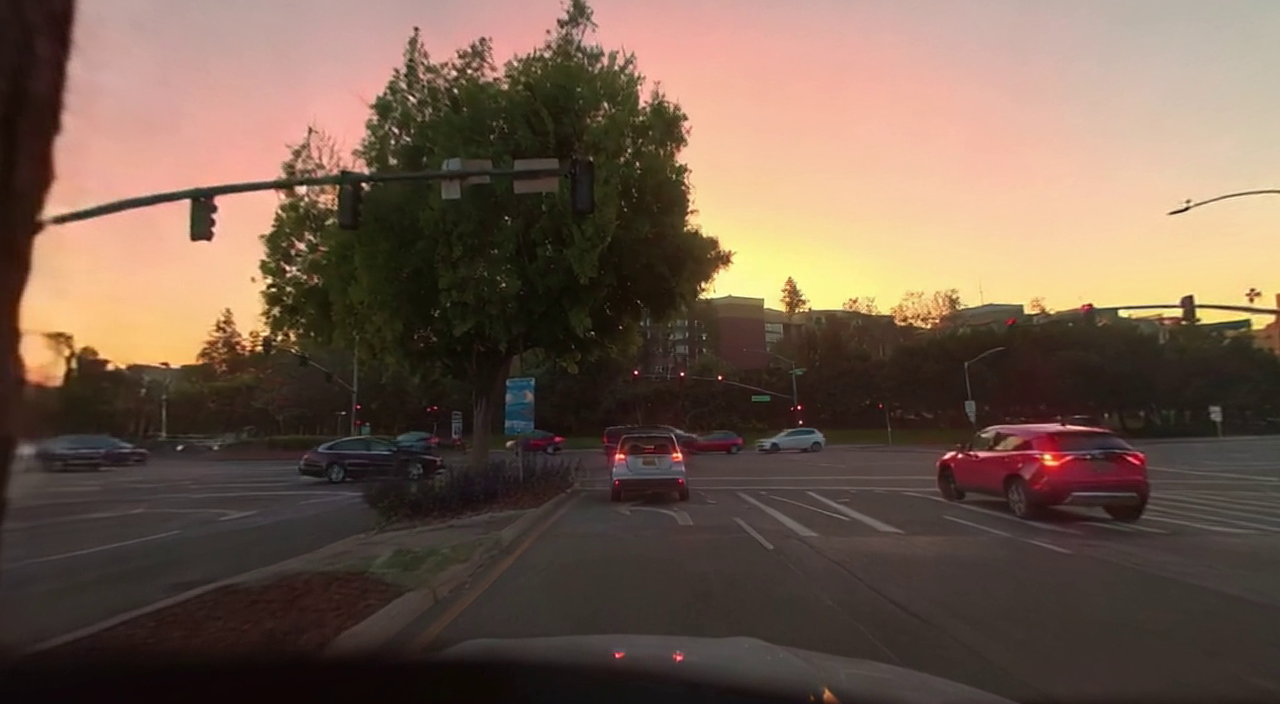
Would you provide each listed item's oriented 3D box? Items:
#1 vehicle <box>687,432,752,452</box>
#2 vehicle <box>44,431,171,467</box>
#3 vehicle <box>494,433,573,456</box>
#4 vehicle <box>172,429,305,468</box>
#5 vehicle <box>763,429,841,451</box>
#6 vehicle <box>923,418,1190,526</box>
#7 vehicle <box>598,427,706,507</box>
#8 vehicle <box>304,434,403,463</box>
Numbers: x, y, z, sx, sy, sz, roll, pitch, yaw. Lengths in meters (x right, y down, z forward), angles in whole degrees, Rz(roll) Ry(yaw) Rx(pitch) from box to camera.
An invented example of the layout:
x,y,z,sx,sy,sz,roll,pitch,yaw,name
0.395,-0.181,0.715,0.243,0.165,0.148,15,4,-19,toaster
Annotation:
x,y,z,sx,sy,sz,roll,pitch,yaw,name
5.821,6.620,46.305,4.507,1.440,1.736,0,-8,-1,vehicle
-28.153,5.139,33.466,4.833,1.784,2.027,0,-8,0,vehicle
-7.036,6.152,42.049,4.944,1.488,1.807,0,-8,0,vehicle
-19.022,4.602,30.031,4.921,1.757,2.036,-1,-8,2,vehicle
10.723,5.874,42.045,4.667,1.450,1.818,0,-8,0,vehicle
7.175,2.103,11.575,1.901,1.577,4.348,0,-8,0,vehicle
0.191,2.455,13.883,2.041,1.485,3.813,0,-8,-1,vehicle
-15.221,5.140,33.603,4.399,1.445,1.769,-1,-8,2,vehicle
